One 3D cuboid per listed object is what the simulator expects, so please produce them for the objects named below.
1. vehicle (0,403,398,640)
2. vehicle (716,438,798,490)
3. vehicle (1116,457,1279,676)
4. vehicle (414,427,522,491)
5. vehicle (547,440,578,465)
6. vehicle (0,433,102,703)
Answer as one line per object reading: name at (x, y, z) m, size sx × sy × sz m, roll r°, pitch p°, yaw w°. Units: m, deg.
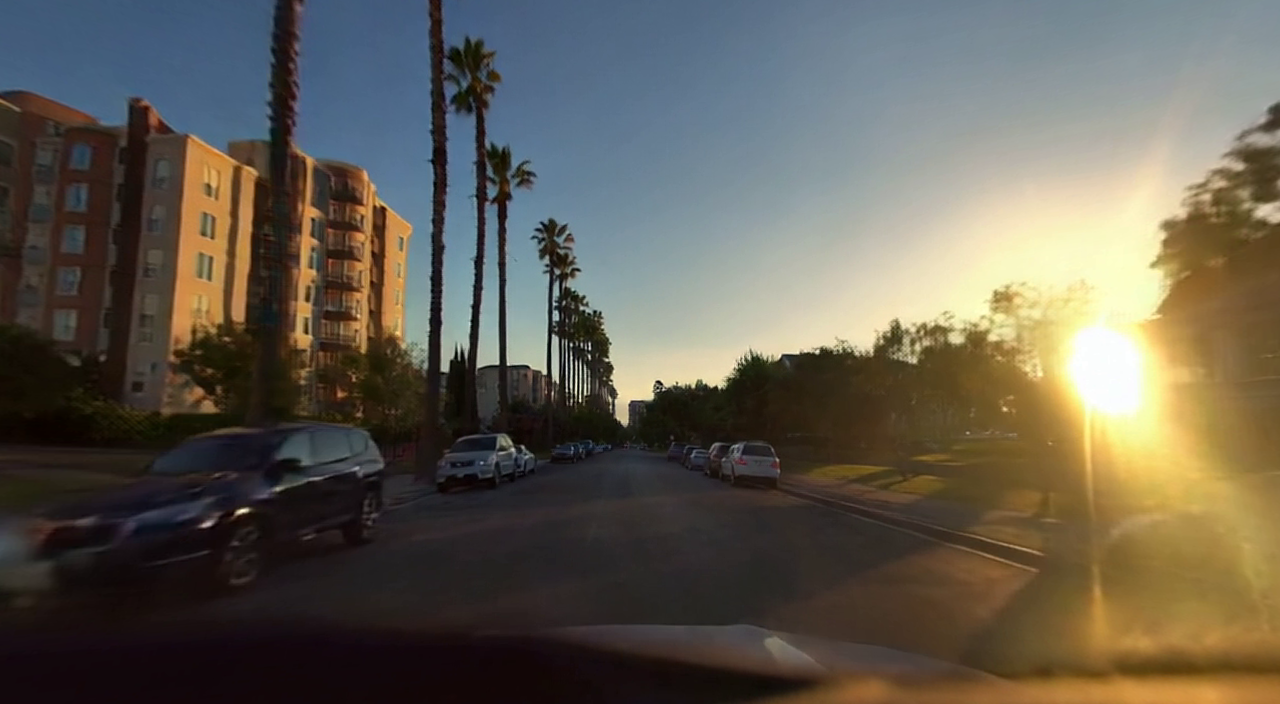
vehicle at (-4.522, 1.554, 6.911) m, size 2.015 × 1.690 × 4.441 m, roll 2°, pitch -8°, yaw -1°
vehicle at (4.378, 4.267, 24.437) m, size 1.969 × 1.782 × 4.677 m, roll 1°, pitch -8°, yaw -4°
vehicle at (5.315, 1.426, 3.932) m, size 1.812 × 1.461 × 3.575 m, roll 0°, pitch -8°, yaw -2°
vehicle at (-5.732, 3.667, 21.982) m, size 2.358 × 1.905 × 5.615 m, roll 0°, pitch -9°, yaw -2°
vehicle at (-6.025, 7.842, 49.580) m, size 1.947 × 1.806 × 4.413 m, roll 2°, pitch -8°, yaw -1°
vehicle at (-4.366, 0.915, 1.775) m, size 1.840 × 1.464 × 4.368 m, roll 2°, pitch -8°, yaw 0°
